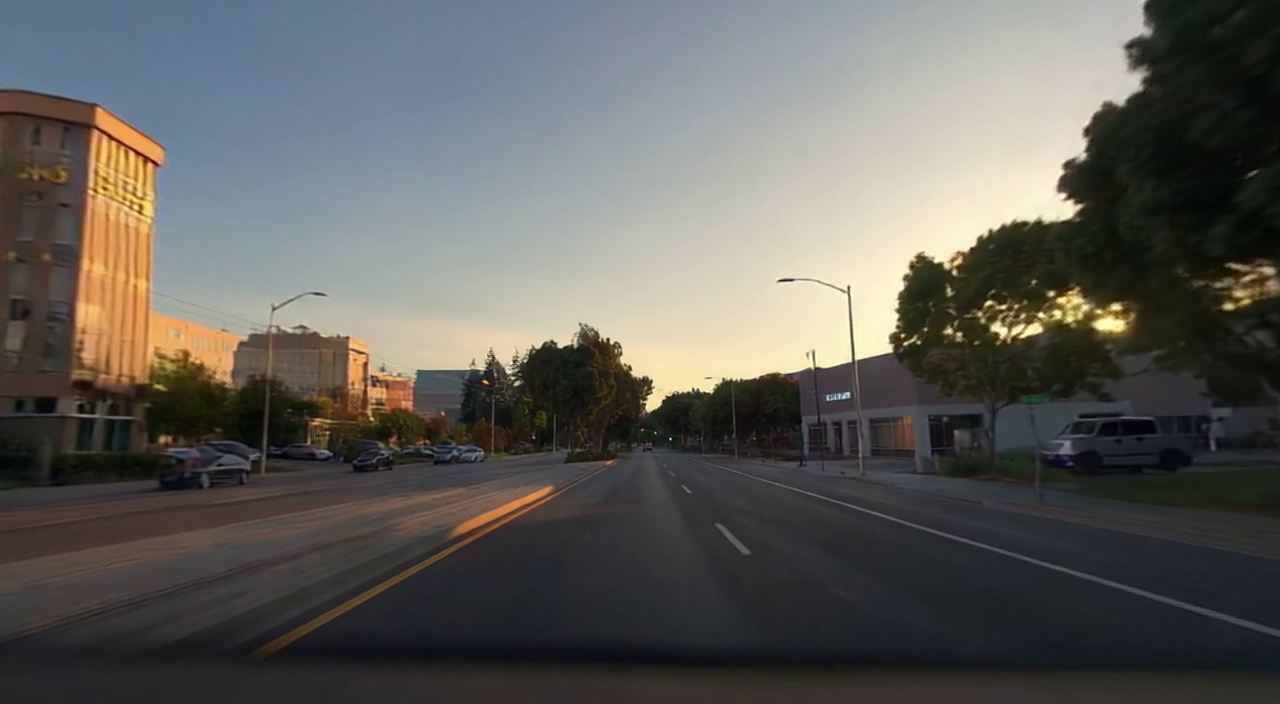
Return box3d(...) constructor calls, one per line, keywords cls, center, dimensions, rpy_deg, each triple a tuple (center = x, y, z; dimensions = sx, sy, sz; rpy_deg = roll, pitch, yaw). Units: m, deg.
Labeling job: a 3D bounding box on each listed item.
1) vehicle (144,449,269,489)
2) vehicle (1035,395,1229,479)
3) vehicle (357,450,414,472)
box3d(cls="vehicle", center=(-19.091, 5.151, 27.994), dimensions=(2.071, 1.595, 4.822), rpy_deg=(0, -9, 1))
box3d(cls="vehicle", center=(21.744, 3.909, 28.460), dimensions=(2.977, 3.311, 6.892), rpy_deg=(0, -9, -1))
box3d(cls="vehicle", center=(-18.703, 8.023, 46.440), dimensions=(2.121, 1.567, 5.042), rpy_deg=(0, -9, 0))
